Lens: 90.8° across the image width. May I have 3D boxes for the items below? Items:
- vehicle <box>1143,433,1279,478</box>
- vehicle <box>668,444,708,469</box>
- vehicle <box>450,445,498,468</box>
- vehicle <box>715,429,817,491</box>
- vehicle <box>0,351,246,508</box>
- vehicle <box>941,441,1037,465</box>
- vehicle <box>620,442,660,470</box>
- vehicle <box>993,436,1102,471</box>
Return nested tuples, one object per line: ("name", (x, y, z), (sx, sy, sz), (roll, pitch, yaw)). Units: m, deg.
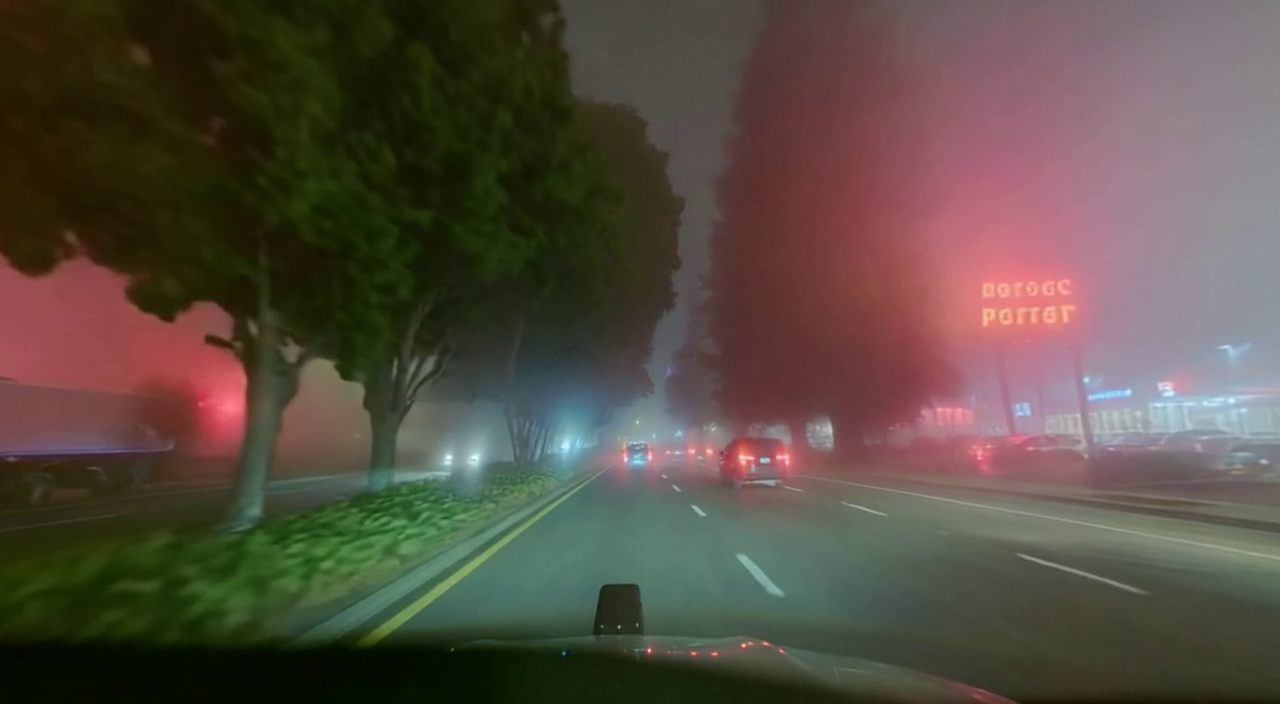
("vehicle", (20.151, 3.493, 21.434), (4.449, 1.431, 2.095), (0, -8, -4))
("vehicle", (2.816, 6.182, 37.677), (1.970, 1.402, 3.756), (0, -8, -1))
("vehicle", (-11.622, 7.341, 44.650), (1.971, 1.481, 5.500), (0, -8, 0))
("vehicle", (4.022, 3.531, 21.059), (2.140, 1.811, 4.593), (0, -8, -4))
("vehicle", (-18.922, 2.478, 19.500), (3.207, 4.202, 16.118), (-1, -9, 0))
("vehicle", (20.707, 5.996, 37.590), (4.451, 1.400, 2.108), (0, -8, -2))
("vehicle", (-0.008, 5.747, 34.988), (2.056, 1.440, 3.798), (0, -8, 0))
("vehicle", (20.856, 5.158, 32.431), (4.162, 1.546, 2.051), (-2, -7, -5))
